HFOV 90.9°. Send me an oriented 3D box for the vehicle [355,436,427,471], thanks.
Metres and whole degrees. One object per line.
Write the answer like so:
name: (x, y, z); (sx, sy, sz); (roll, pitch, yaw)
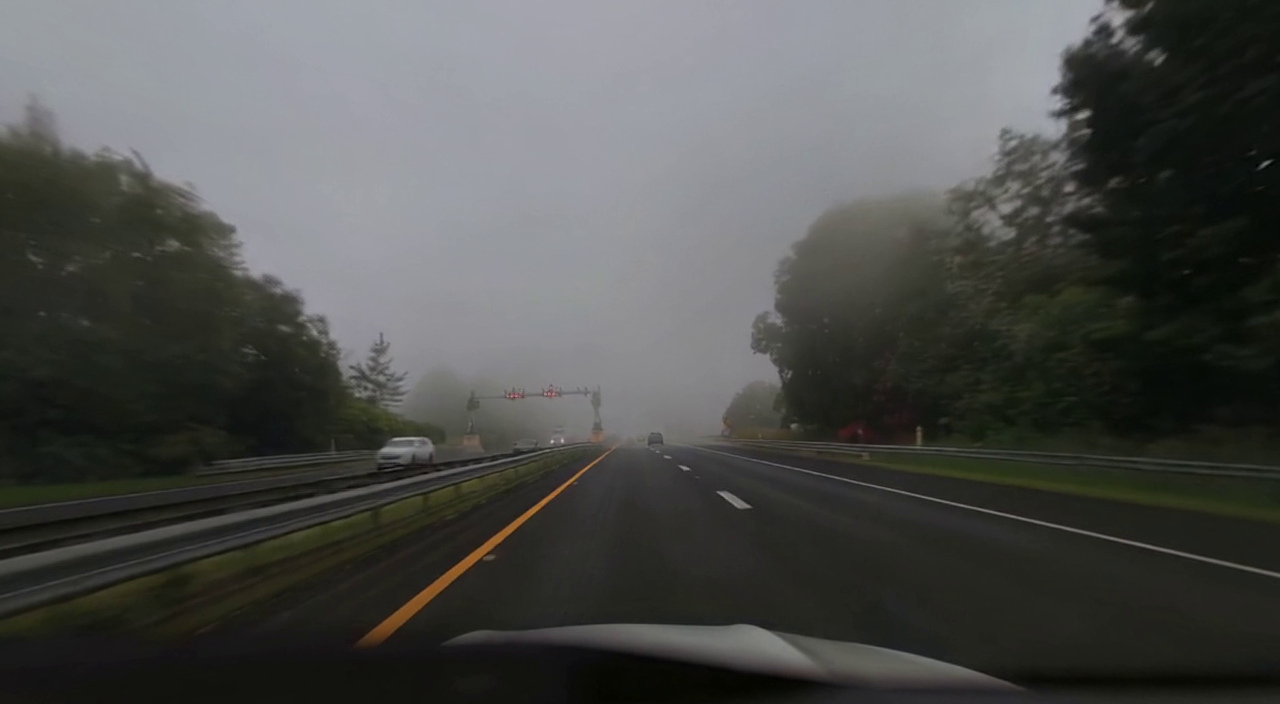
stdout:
vehicle: (-12.617, 5.140, 32.180); (2.010, 1.648, 4.058); (0, -8, -1)
